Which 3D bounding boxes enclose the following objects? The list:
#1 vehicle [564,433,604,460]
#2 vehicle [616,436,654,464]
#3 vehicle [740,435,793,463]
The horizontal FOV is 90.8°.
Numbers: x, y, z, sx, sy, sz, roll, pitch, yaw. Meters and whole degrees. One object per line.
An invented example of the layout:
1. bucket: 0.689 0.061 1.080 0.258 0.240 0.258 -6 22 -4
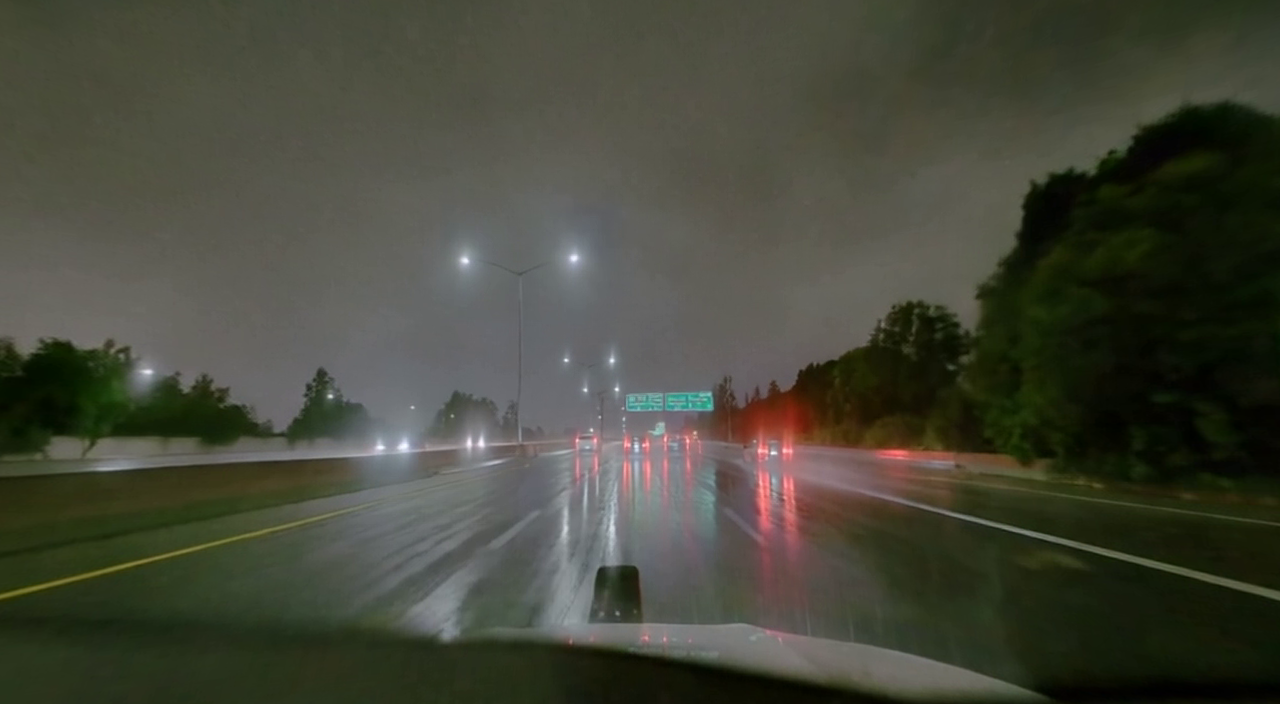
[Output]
1. vehicle: -3.630 6.249 41.753 2.123 1.661 4.601 0 -9 1
2. vehicle: -0.279 5.367 34.647 1.985 1.457 4.227 0 -9 -1
3. vehicle: 7.027 5.467 35.552 1.935 1.478 4.433 0 -9 -2
